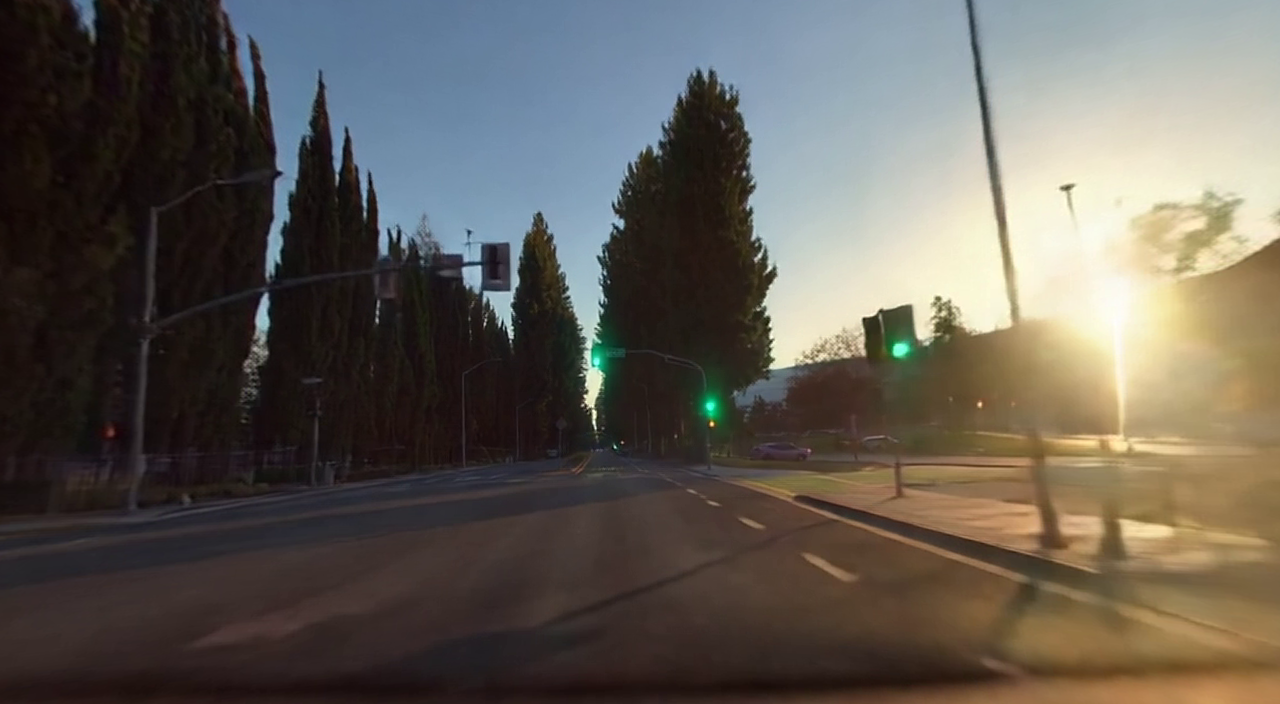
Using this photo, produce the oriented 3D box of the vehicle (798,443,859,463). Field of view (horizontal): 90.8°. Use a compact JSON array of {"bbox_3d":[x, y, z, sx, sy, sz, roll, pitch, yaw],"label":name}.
[{"bbox_3d":[13.795,7.420,46.299,3.914,1.415,1.626,0,-8,0],"label":"vehicle"}]
